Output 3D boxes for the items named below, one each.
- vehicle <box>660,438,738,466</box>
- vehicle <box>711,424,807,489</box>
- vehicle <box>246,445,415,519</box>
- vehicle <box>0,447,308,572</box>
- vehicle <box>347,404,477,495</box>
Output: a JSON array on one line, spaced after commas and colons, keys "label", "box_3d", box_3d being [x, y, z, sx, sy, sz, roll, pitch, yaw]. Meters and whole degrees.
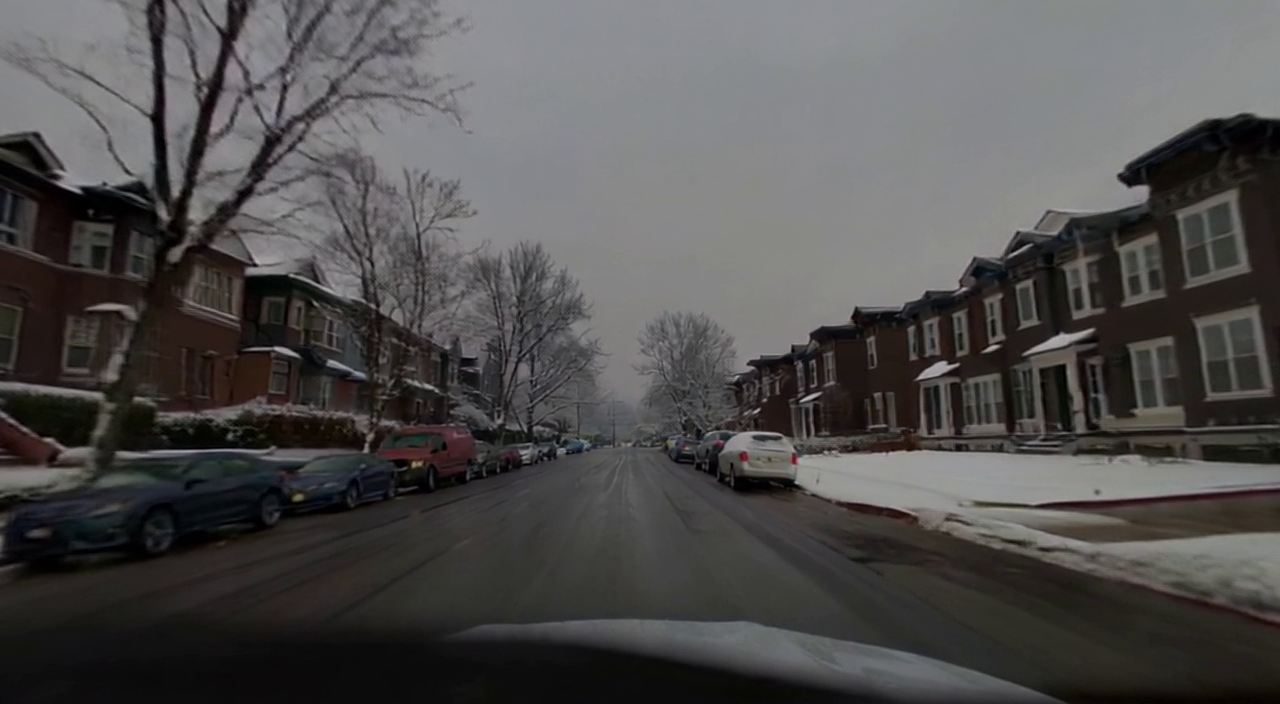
[{"label": "vehicle", "box_3d": [3.844, 6.555, 41.364, 4.726, 1.731, 2.075, -5, -10, 33]}, {"label": "vehicle", "box_3d": [3.925, 3.559, 21.744, 2.216, 1.955, 4.970, 0, -8, -2]}, {"label": "vehicle", "box_3d": [-7.213, 3.024, 15.247, 1.953, 1.501, 4.125, -1, -8, 1]}, {"label": "vehicle", "box_3d": [-7.232, 2.250, 9.810, 1.832, 1.483, 4.140, -1, -9, 0]}, {"label": "vehicle", "box_3d": [-7.515, 3.391, 21.619, 2.341, 2.674, 5.753, -1, -10, -1]}]
